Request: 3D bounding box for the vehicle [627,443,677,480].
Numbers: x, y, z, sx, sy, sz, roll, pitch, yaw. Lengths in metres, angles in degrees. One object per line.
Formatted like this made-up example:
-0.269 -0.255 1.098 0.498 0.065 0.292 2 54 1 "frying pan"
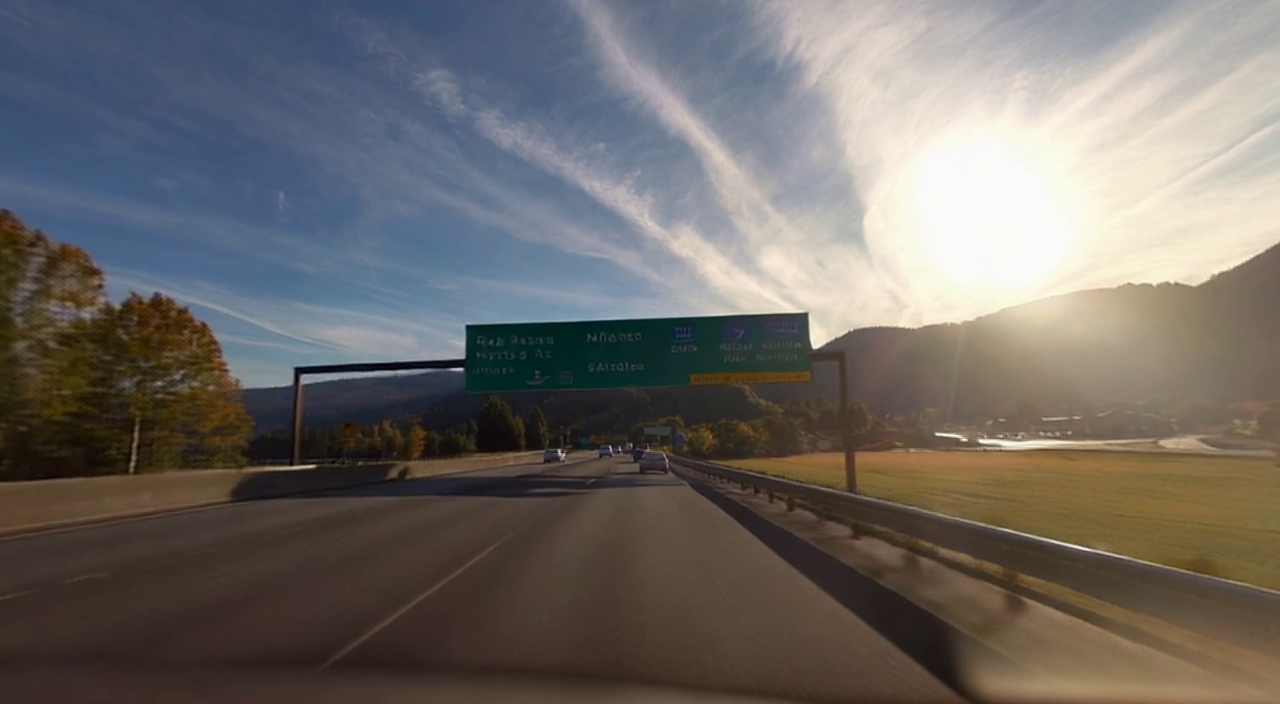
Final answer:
0.476 4.813 27.944 2.019 1.475 4.301 0 -9 0 "vehicle"
